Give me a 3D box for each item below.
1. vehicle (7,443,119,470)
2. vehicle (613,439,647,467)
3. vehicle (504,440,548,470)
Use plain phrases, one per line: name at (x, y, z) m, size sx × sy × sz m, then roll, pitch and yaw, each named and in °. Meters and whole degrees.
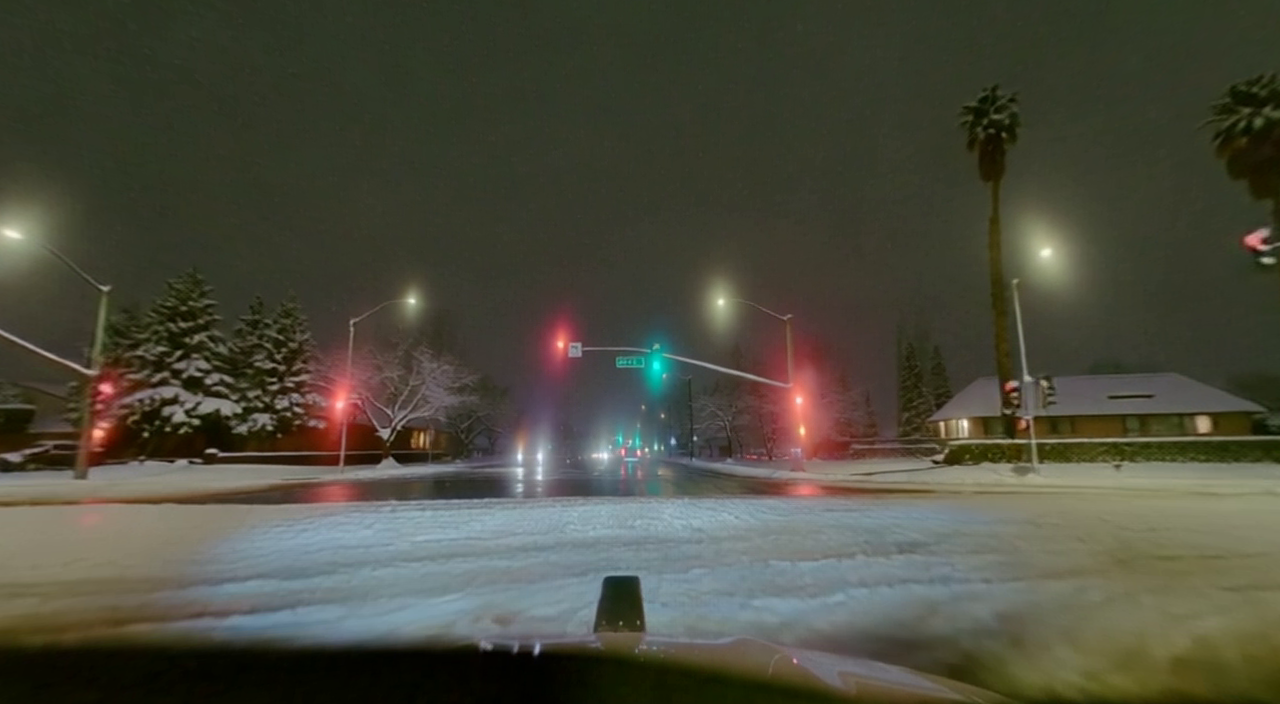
vehicle at (-35.453, 6.398, 39.013) m, size 4.887 × 1.546 × 1.807 m, roll 7°, pitch -11°, yaw -40°
vehicle at (-0.780, 7.053, 44.516) m, size 2.248 × 1.833 × 4.798 m, roll 0°, pitch -8°, yaw -3°
vehicle at (-6.809, 6.172, 38.016) m, size 1.983 × 1.684 × 3.938 m, roll 0°, pitch -8°, yaw -1°
